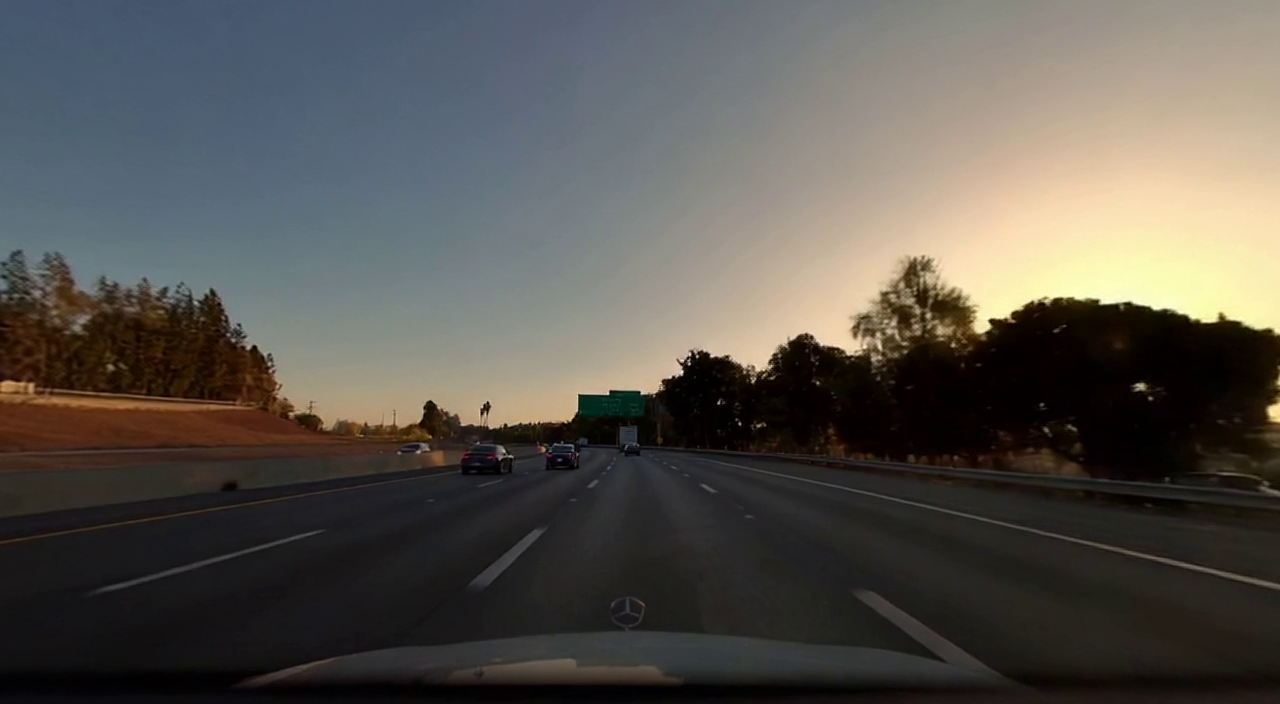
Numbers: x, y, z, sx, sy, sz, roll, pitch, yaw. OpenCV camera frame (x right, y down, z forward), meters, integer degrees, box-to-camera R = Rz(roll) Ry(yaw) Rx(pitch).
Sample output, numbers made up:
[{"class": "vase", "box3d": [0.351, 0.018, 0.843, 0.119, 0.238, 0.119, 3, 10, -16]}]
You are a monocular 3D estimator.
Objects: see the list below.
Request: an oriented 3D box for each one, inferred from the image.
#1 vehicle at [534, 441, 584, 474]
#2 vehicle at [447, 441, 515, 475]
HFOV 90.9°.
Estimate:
[{"class": "vehicle", "box3d": [-3.879, 5.129, 30.928, 1.936, 1.465, 4.060, 0, -8, 0]}, {"class": "vehicle", "box3d": [-7.523, 5.061, 30.367, 2.038, 1.463, 4.656, 0, -8, 0]}]
